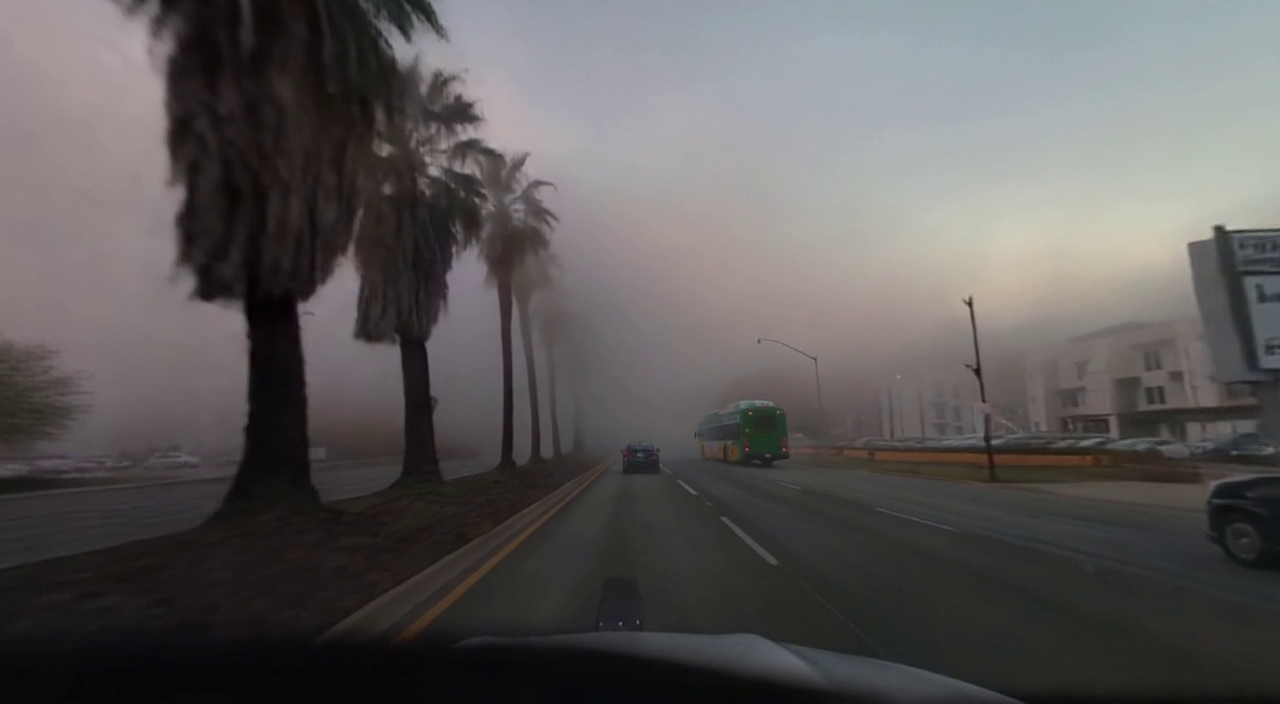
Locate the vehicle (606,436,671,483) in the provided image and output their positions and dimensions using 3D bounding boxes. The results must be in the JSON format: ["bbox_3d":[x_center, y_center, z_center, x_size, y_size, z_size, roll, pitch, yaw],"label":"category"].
[{"bbox_3d":[-0.078,3.765,22.354,2.065,1.477,4.306,0,-9,-1],"label":"vehicle"}]

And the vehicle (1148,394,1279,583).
[{"bbox_3d":[6.734,1.116,4.946,2.031,1.670,4.154,0,-9,1],"label":"vehicle"}]

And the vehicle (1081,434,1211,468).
[{"bbox_3d":[23.047,4.525,28.901,4.229,1.428,1.883,0,-9,1],"label":"vehicle"}]

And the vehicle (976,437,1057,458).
[{"bbox_3d":[25.754,6.545,43.307,4.319,1.444,1.888,0,-9,-2],"label":"vehicle"}]

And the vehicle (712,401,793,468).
[{"bbox_3d":[6.236,4.898,36.842,2.795,3.383,9.287,0,-9,-1],"label":"vehicle"}]
